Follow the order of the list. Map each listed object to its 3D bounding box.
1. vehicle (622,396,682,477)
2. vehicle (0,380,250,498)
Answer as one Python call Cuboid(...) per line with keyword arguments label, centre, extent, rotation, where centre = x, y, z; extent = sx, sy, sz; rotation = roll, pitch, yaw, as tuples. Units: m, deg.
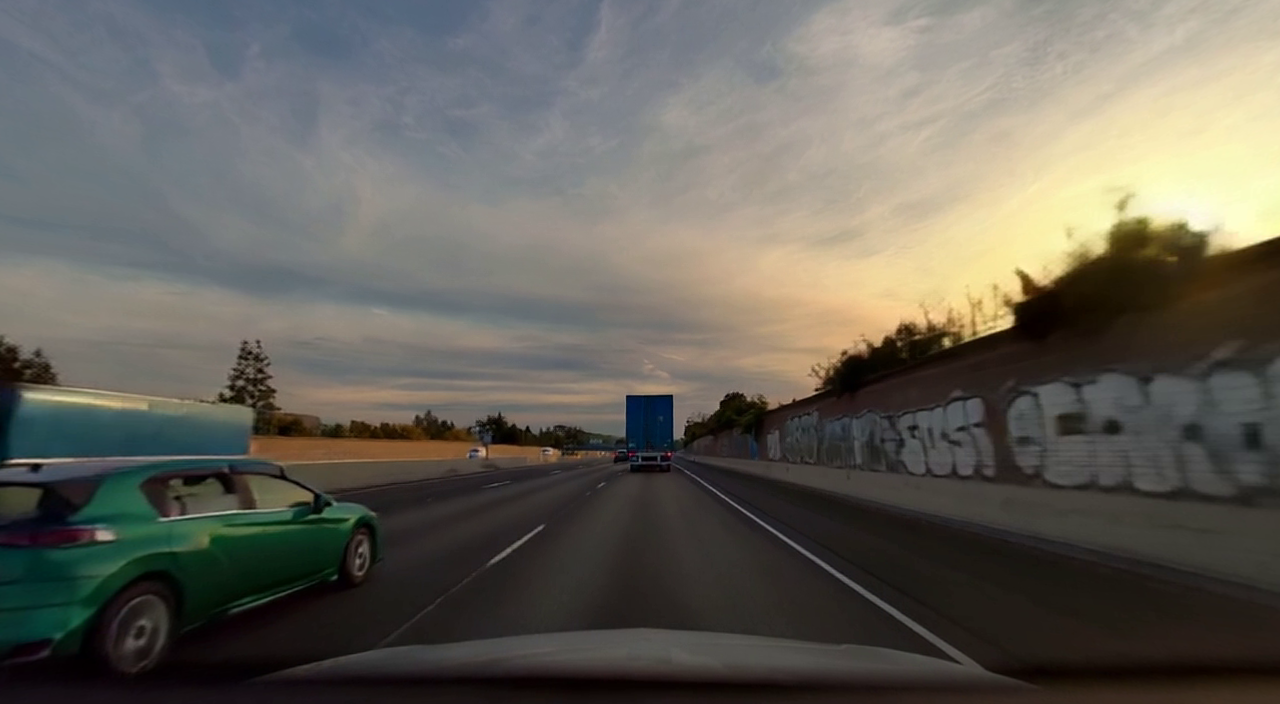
Cuboid(label="vehicle", centre=(0.612, 5.118, 37.295), extent=(2.997, 4.069, 10.871), rotation=(0, -9, 0))
Cuboid(label="vehicle", centre=(-24.057, 3.949, 27.865), extent=(2.997, 4.110, 16.358), rotation=(0, -9, 1))
